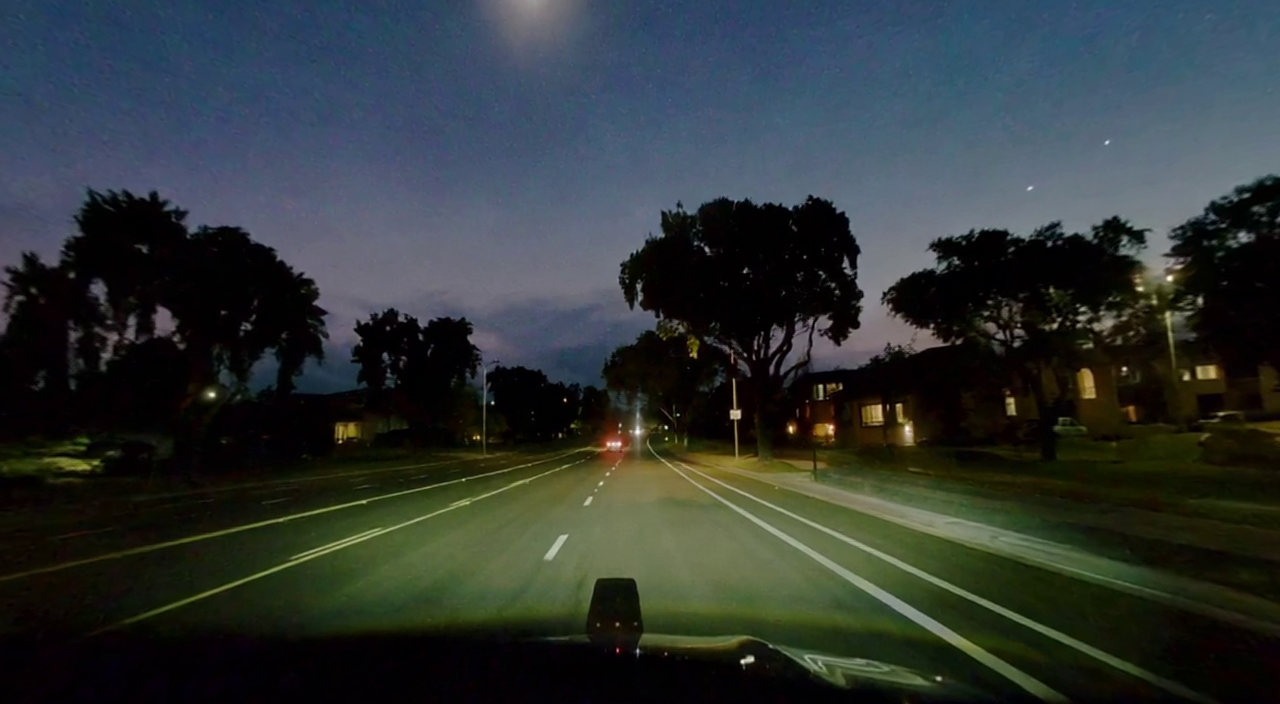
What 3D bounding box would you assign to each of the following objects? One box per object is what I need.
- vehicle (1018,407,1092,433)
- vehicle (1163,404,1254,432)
[{"bbox_3d":[28.155,4.685,43.067,1.797,1.563,4.669,0,-8,0],"label":"vehicle"},{"bbox_3d":[37.098,4.375,41.398,1.838,1.508,4.463,-3,-9,1],"label":"vehicle"}]
